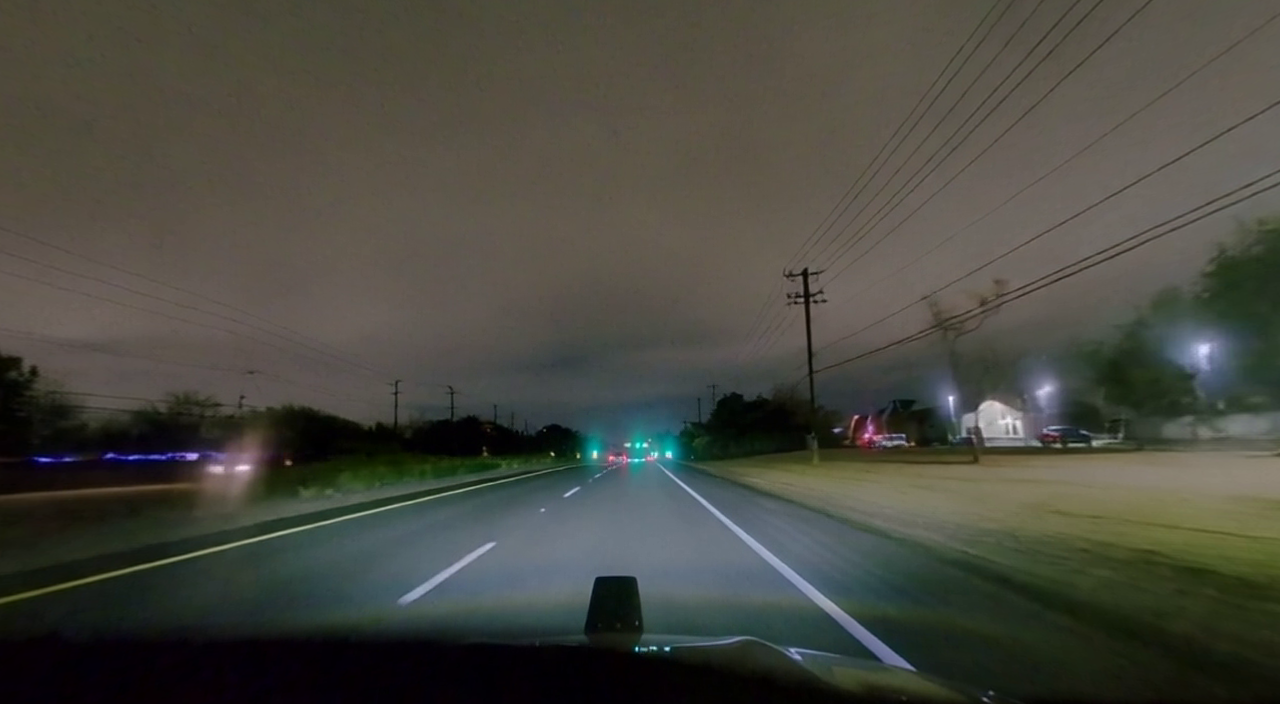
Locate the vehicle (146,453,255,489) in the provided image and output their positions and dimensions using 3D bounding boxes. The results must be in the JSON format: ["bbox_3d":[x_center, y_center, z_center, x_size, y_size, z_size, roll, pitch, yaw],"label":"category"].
[{"bbox_3d":[-21.311,5.758,30.821,1.956,1.524,4.614,0,-9,1],"label":"vehicle"}]
